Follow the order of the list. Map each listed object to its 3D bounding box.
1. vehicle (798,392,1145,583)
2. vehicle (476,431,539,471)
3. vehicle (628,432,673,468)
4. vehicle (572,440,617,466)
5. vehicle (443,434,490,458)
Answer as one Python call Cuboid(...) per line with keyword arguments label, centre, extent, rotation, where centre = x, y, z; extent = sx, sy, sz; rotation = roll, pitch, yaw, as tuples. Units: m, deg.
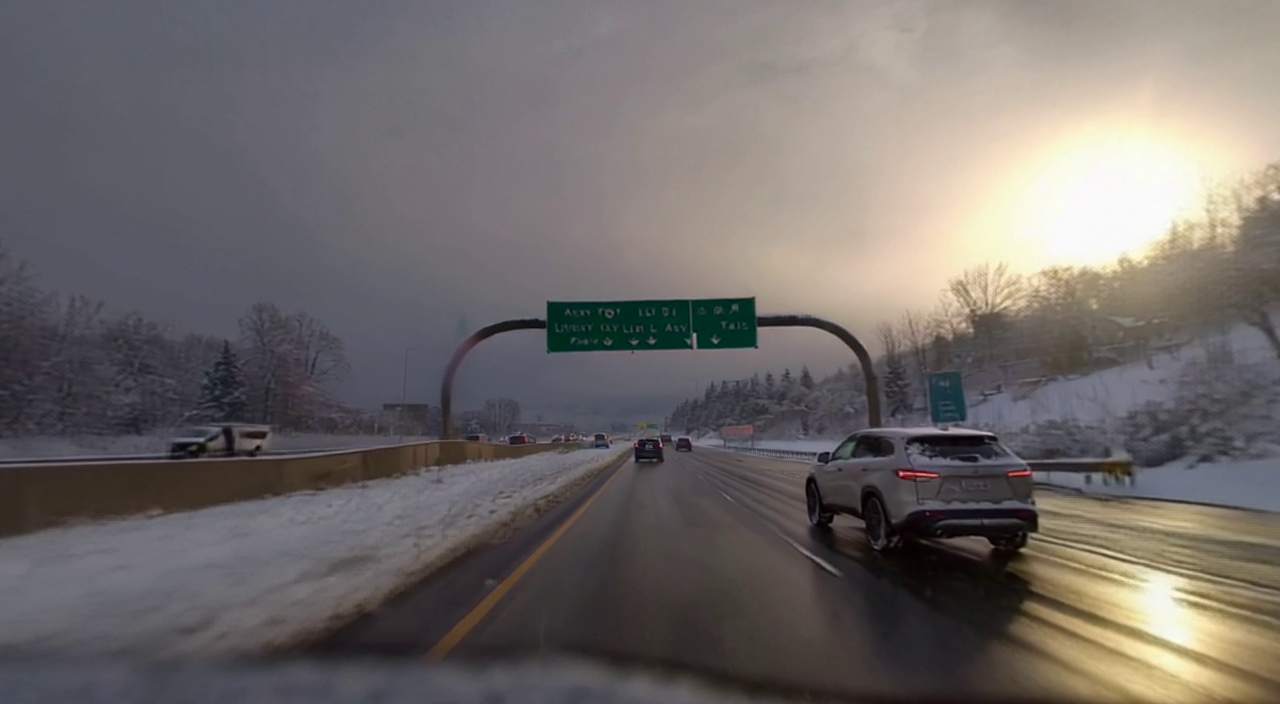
Cuboid(label="vehicle", centre=(3.784, 1.638, 8.456), extent=(2.083, 1.823, 4.627), rotation=(0, -8, 0))
Cuboid(label="vehicle", centre=(-5.985, 4.518, 29.020), extent=(1.946, 1.688, 4.019), rotation=(0, -8, 1))
Cuboid(label="vehicle", centre=(0.561, 5.030, 32.445), extent=(2.133, 1.739, 3.925), rotation=(0, -8, 1))
Cuboid(label="vehicle", centre=(-2.525, 5.768, 36.246), extent=(2.205, 1.406, 4.286), rotation=(0, -8, 1))
Cuboid(label="vehicle", centre=(-12.963, 7.091, 47.495), extent=(2.076, 1.701, 5.093), rotation=(0, -8, 0))
